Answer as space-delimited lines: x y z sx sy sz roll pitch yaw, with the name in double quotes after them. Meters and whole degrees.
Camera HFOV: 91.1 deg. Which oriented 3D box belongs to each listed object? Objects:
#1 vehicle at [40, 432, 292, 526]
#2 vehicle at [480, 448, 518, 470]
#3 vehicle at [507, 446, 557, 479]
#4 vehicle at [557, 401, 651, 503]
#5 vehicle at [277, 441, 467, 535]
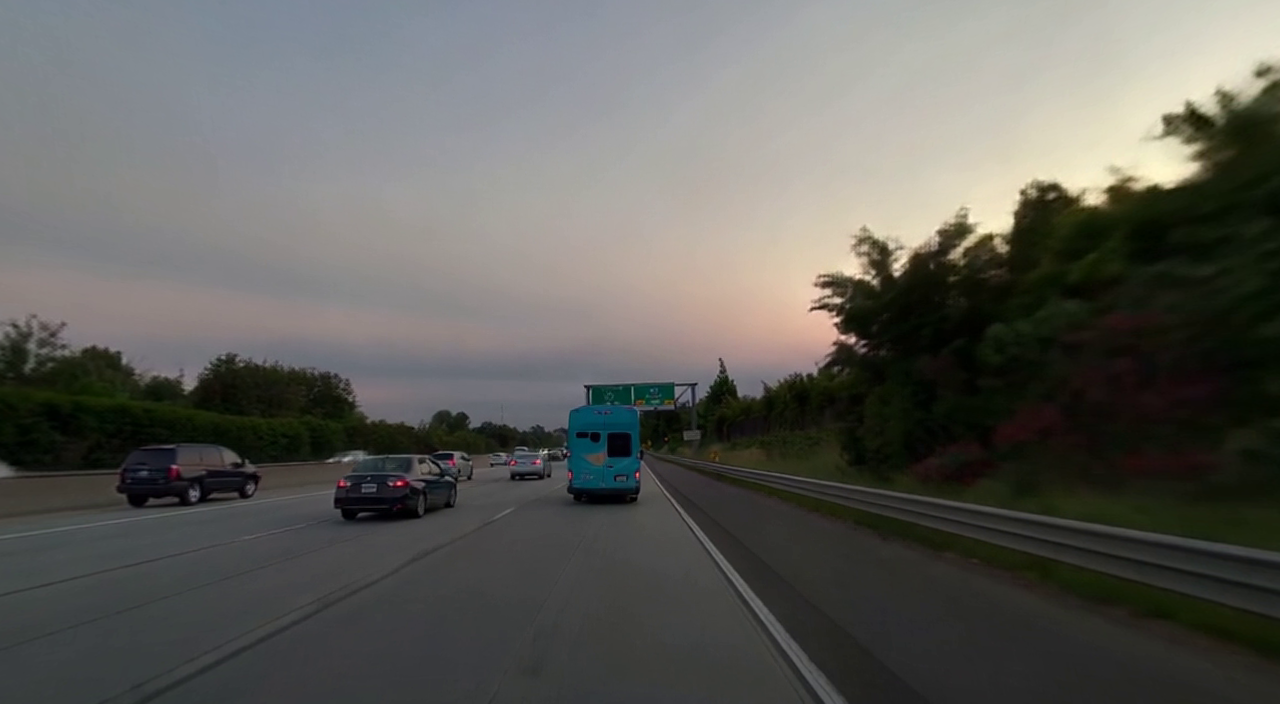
-9.596 2.584 13.317 2.010 1.621 4.252 0 -9 -1 "vehicle"
-10.103 7.669 45.315 1.886 1.462 4.084 0 -9 -1 "vehicle"
-5.160 5.334 30.485 1.872 1.480 3.545 0 -9 -1 "vehicle"
-0.961 2.958 18.765 2.394 2.556 5.232 0 -9 -1 "vehicle"
-4.783 2.463 11.975 1.876 1.438 4.072 0 -9 -1 "vehicle"
